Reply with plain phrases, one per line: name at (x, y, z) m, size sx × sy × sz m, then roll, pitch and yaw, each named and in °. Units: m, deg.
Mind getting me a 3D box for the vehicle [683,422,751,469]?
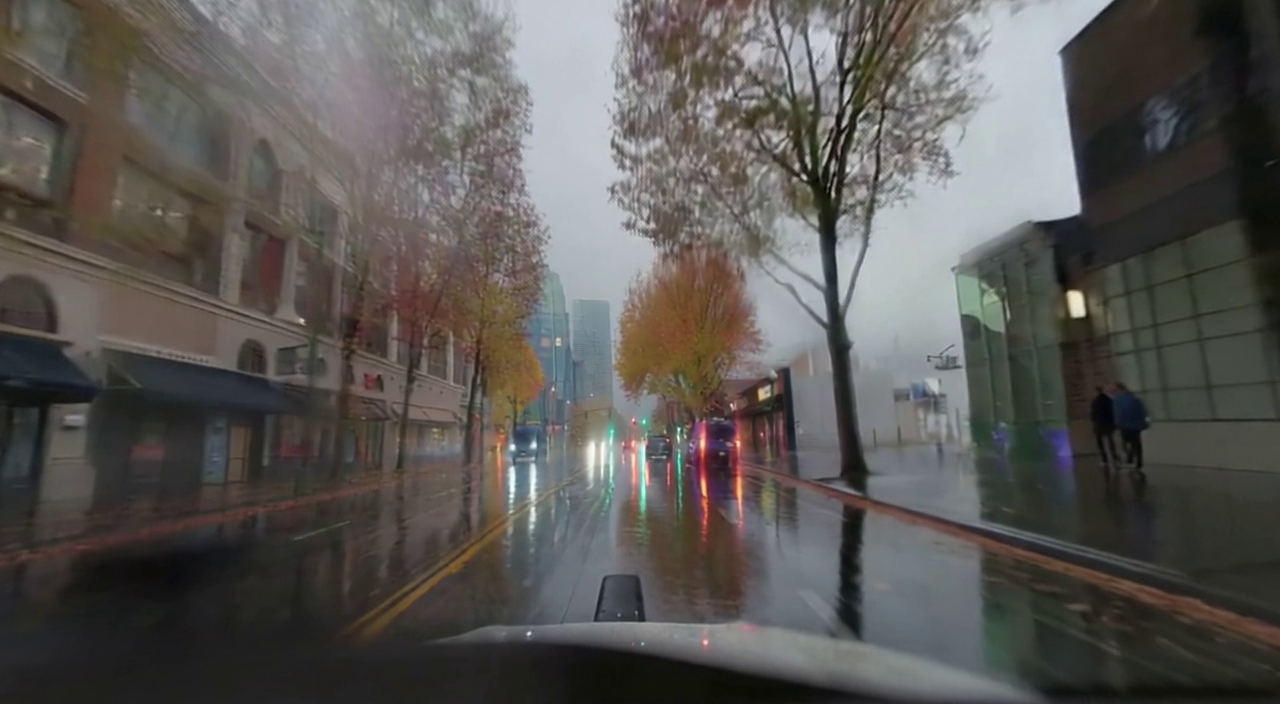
vehicle at (3.444, 4.276, 29.122) m, size 2.357 × 1.986 × 5.136 m, roll 0°, pitch -7°, yaw -1°
